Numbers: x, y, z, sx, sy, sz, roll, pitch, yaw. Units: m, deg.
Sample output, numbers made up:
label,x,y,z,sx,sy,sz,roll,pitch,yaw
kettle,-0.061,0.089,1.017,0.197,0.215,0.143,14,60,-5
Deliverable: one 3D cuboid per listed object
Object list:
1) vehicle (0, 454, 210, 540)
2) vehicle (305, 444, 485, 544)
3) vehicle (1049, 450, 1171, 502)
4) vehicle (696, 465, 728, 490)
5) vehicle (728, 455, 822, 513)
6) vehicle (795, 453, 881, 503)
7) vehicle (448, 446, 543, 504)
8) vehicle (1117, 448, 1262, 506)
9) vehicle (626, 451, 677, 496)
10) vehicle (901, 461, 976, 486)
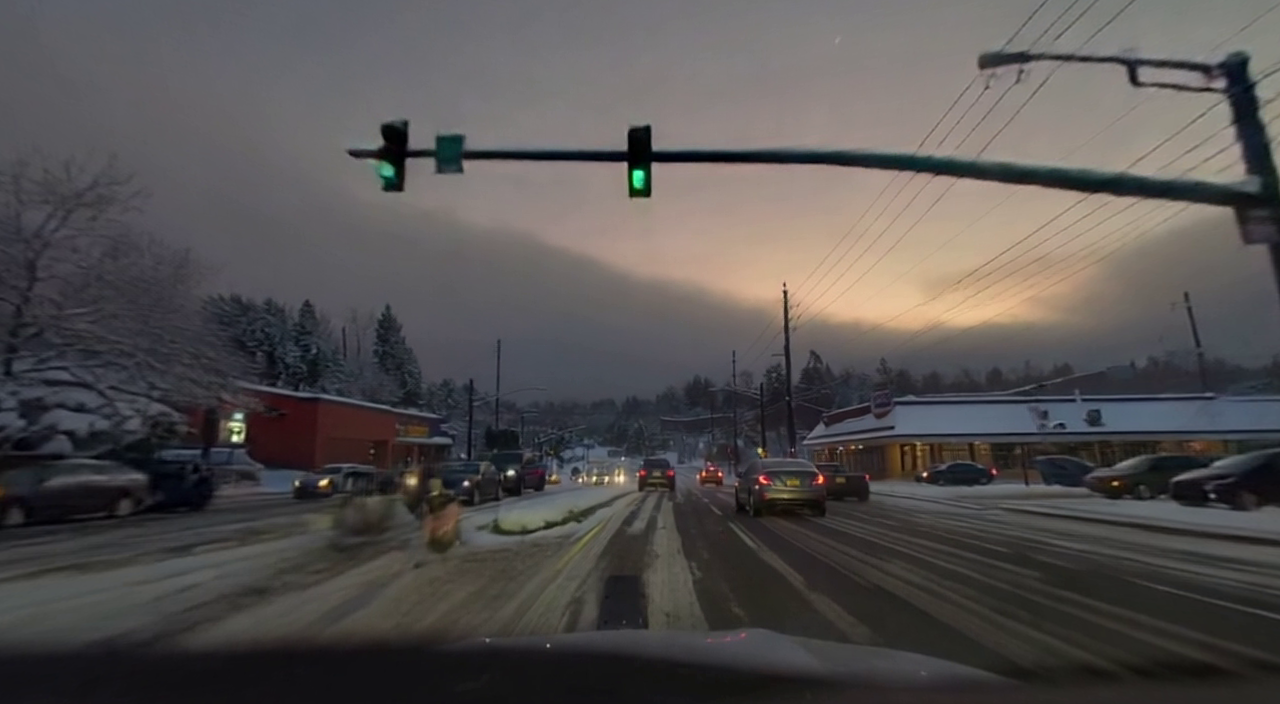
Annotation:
label,x,y,z,sx,sy,sz,roll,pitch,yaw
vehicle,-11.841,3.000,13.732,1.839,1.491,4.360,0,-8,1
vehicle,-4.931,2.860,13.519,2.041,1.494,4.647,-2,-6,0
vehicle,16.687,4.290,22.323,4.595,1.523,2.293,6,-10,-39
vehicle,5.553,9.730,49.214,2.036,1.719,4.318,0,-8,1
vehicle,3.966,3.935,19.332,1.963,1.484,4.609,0,-8,1
vehicle,7.767,4.940,25.241,2.040,1.738,4.414,0,-8,1
vehicle,-4.862,4.176,21.884,2.180,1.646,4.467,-3,-8,0
vehicle,16.031,3.528,18.311,4.964,1.453,2.184,7,-11,-38
vehicle,0.581,5.612,29.498,2.210,1.861,4.280,0,-8,2
vehicle,23.140,9.415,48.963,4.718,1.628,2.008,-4,-9,6
